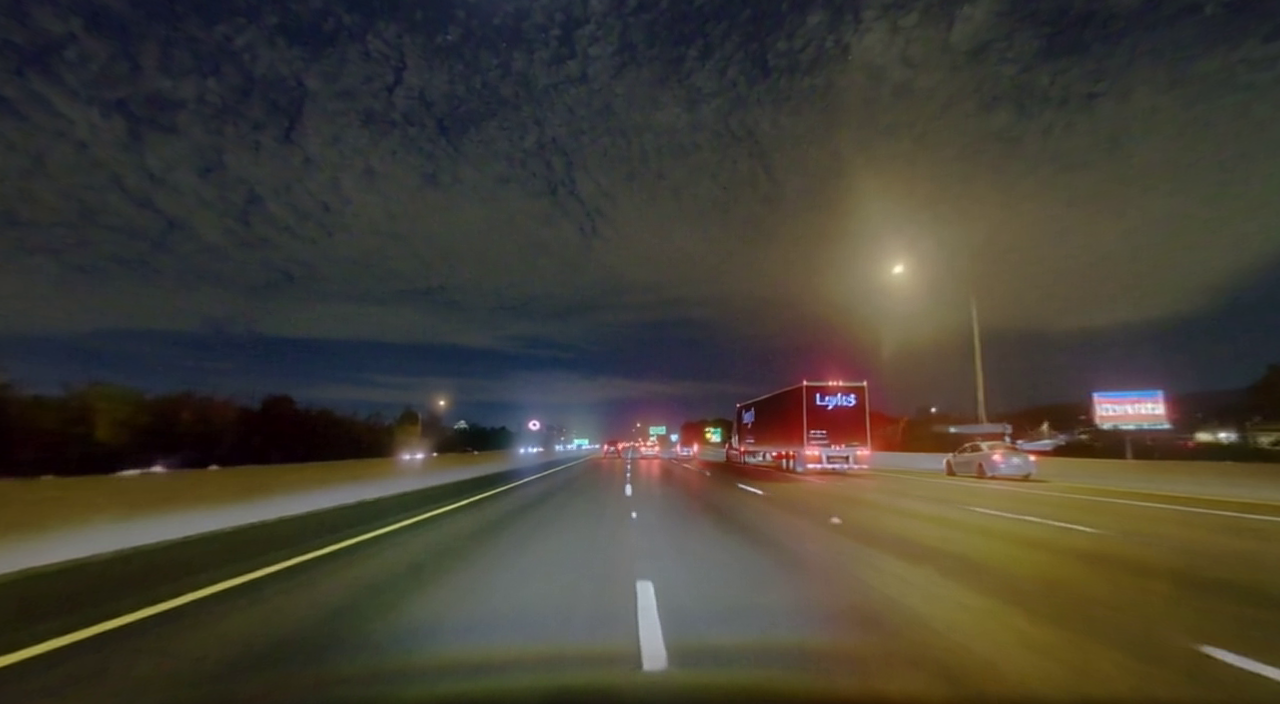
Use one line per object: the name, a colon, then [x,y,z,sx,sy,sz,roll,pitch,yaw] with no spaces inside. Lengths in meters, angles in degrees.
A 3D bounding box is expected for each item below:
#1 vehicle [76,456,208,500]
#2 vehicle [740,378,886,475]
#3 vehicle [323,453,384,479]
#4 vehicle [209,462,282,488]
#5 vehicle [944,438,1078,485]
vehicle: [-21.798,5.512,27.992,1.946,1.654,4.809,0,-9,0]
vehicle: [8.686,4.393,35.201,2.892,4.128,16.495,0,-9,-2]
vehicle: [-18.296,7.269,40.581,1.910,1.525,4.501,0,-9,-1]
vehicle: [-25.267,7.854,40.654,1.834,1.461,4.487,0,-9,-1]
vehicle: [12.674,3.755,21.979,1.862,1.462,4.459,0,-9,-2]
